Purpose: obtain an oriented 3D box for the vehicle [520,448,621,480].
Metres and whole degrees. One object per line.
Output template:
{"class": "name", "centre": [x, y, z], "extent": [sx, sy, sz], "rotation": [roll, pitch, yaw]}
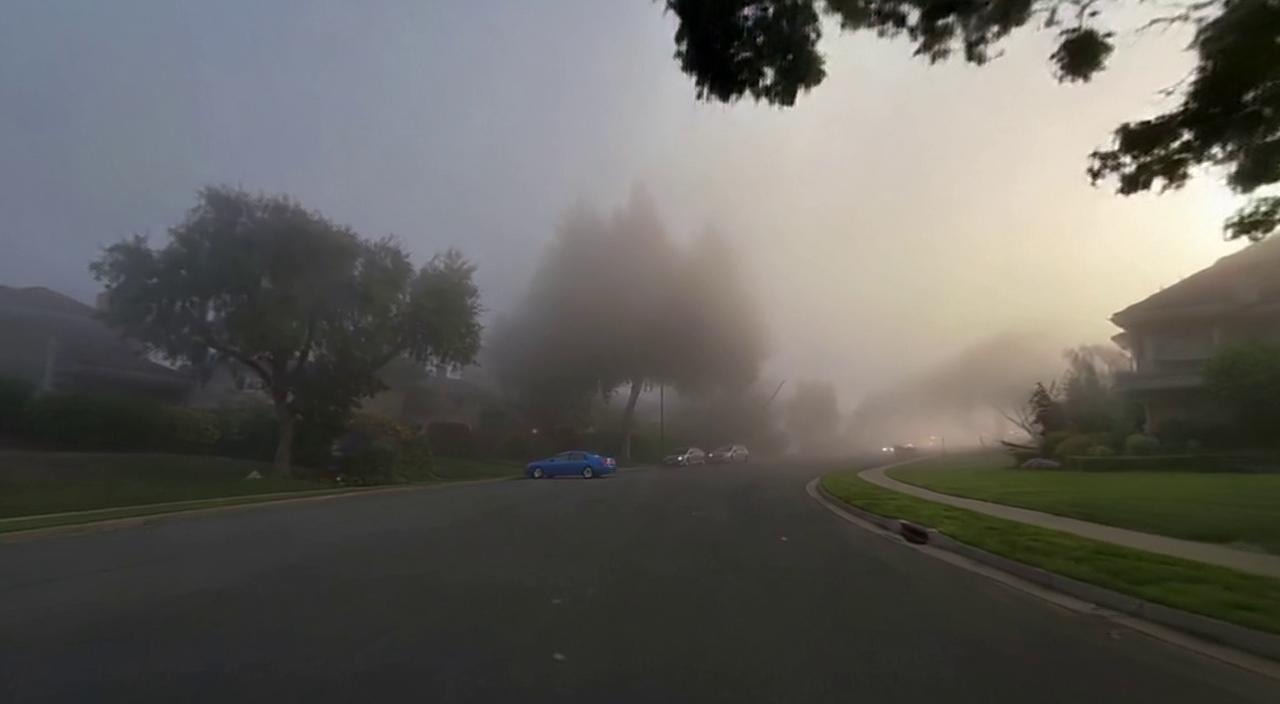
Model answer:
{"class": "vehicle", "centre": [-3.432, 5.569, 31.537], "extent": [4.653, 1.480, 1.871], "rotation": [-2, -9, 15]}
